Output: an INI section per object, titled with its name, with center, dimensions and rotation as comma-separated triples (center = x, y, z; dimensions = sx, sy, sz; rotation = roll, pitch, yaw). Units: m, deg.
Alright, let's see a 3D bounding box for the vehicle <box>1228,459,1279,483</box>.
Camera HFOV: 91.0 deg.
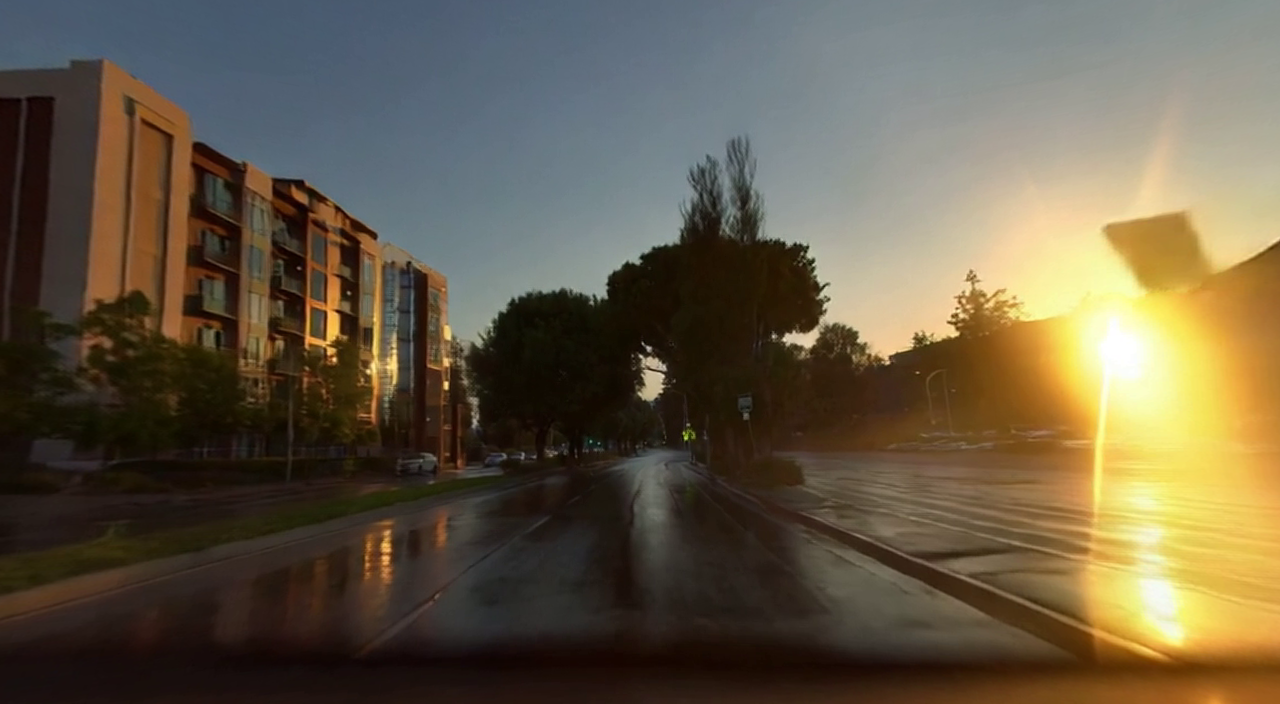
[vehicle]
center = 42.061, 7.890, 41.951
dimensions = 1.717, 1.459, 4.256
rotation = 0, -8, 2
